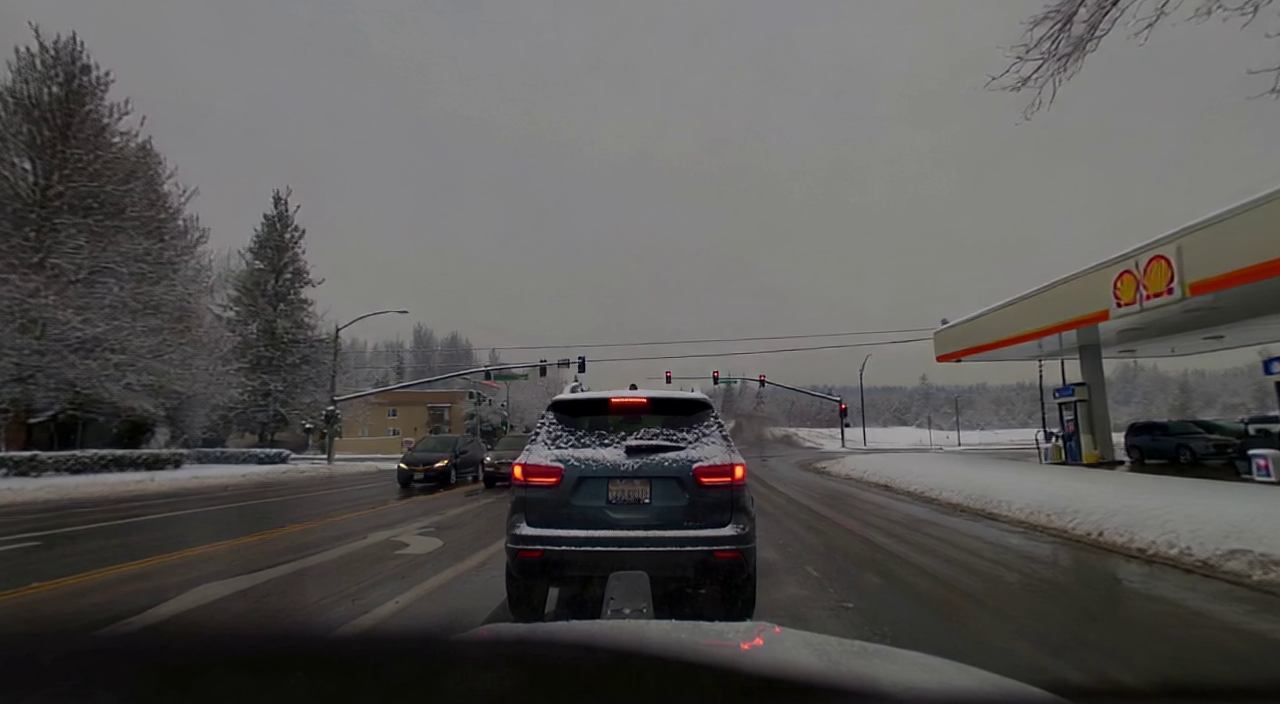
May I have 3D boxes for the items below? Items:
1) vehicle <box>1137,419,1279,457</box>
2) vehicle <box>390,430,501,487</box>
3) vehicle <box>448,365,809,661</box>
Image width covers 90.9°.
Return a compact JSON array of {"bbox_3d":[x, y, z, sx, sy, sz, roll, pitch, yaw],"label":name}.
[{"bbox_3d":[25.935,3.954,28.787,4.551,1.616,1.973,-2,-9,11],"label":"vehicle"},{"bbox_3d":[-6.649,3.702,22.157,2.065,1.753,4.525,-1,-9,6],"label":"vehicle"},{"bbox_3d":[0.013,1.314,6.148,2.236,1.819,4.291,-1,-9,3],"label":"vehicle"}]
